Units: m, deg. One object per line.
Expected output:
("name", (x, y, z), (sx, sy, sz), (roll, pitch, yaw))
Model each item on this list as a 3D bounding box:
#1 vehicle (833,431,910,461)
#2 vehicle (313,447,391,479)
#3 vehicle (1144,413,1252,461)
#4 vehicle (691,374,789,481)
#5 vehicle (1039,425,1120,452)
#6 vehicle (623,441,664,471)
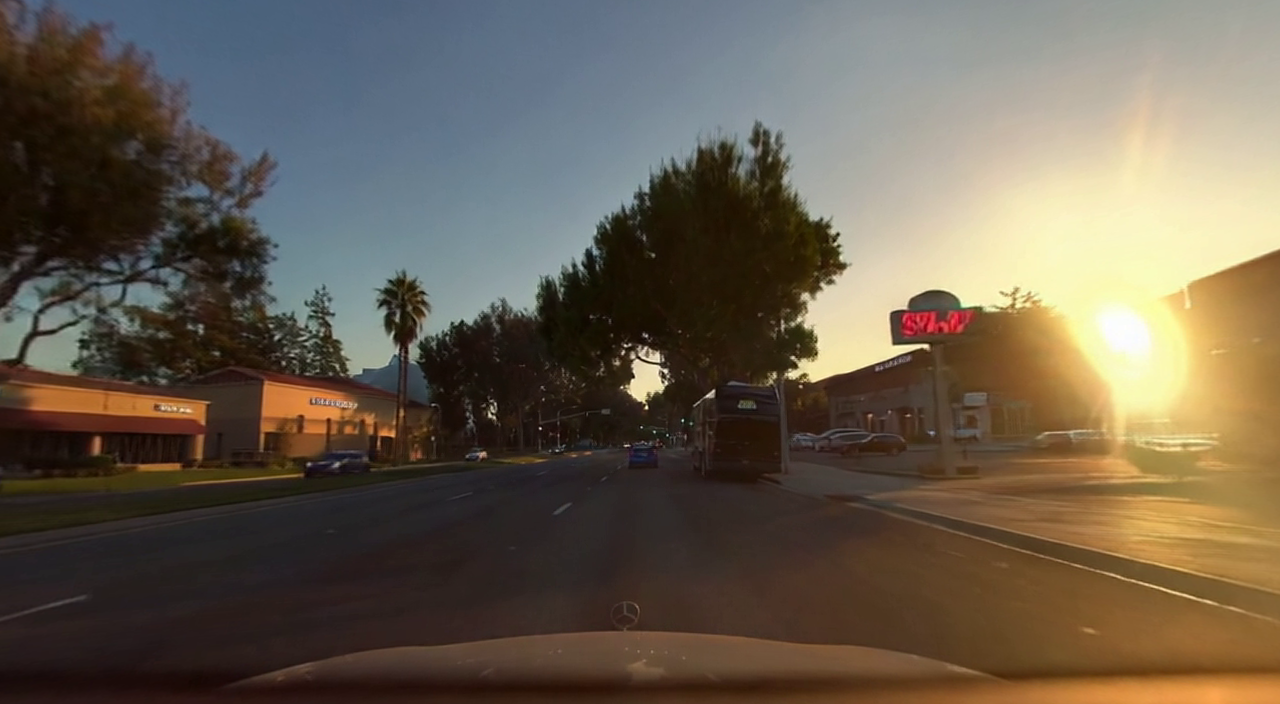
("vehicle", (13.890, 5.687, 37.960), (4.037, 1.538, 1.912), (-7, -10, 26))
("vehicle", (-14.551, 5.619, 32.226), (1.836, 1.498, 4.518), (0, -9, 1))
("vehicle", (23.083, 3.514, 26.104), (4.430, 1.659, 1.905), (2, -10, -31))
("vehicle", (4.014, 3.411, 27.555), (2.896, 3.921, 8.415), (0, -9, 0))
("vehicle", (26.091, 5.180, 37.523), (4.196, 1.520, 1.953), (4, -10, -25))
("vehicle", (0.167, 5.701, 34.839), (2.103, 1.506, 4.742), (0, -9, -1))
